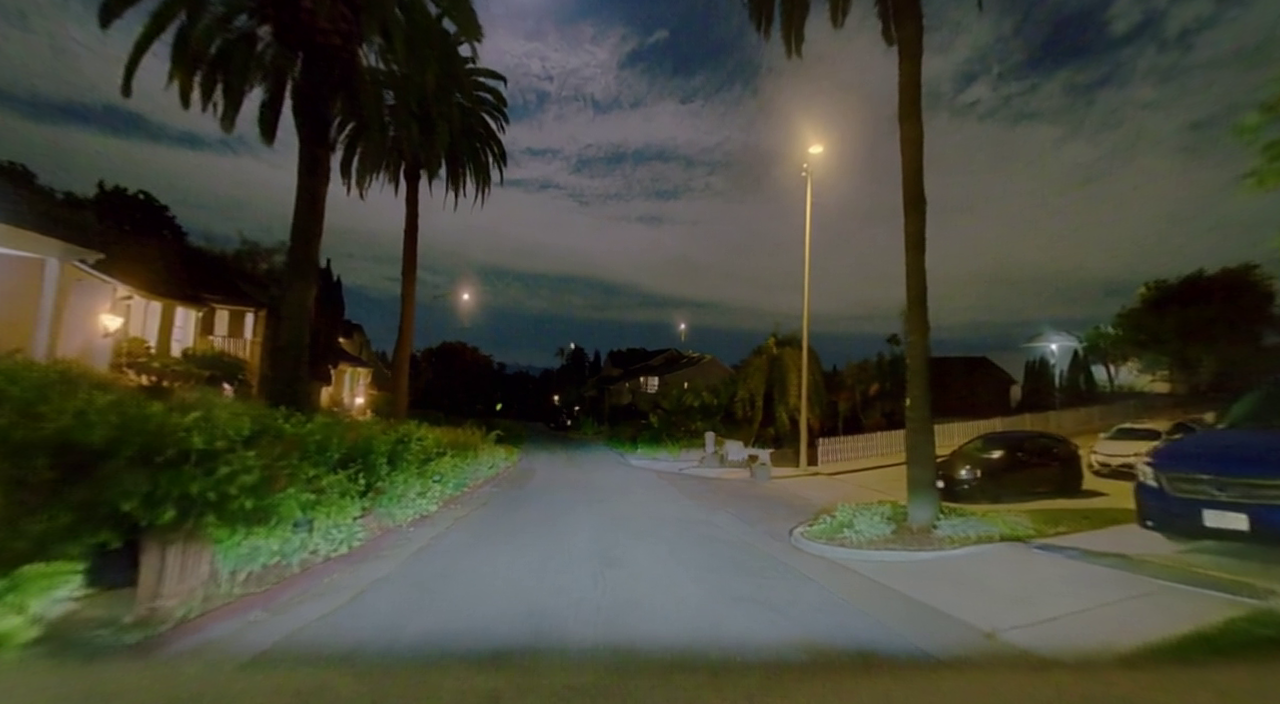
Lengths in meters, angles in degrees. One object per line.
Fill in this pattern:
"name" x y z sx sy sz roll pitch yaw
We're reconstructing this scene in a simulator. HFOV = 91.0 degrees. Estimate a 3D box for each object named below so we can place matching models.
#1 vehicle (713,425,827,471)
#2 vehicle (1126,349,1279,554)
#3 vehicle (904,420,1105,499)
"vehicle" 6.754 5.057 32.675 5.663 1.913 2.170 8 -14 -27
"vehicle" 9.839 1.237 7.869 6.615 2.137 2.578 3 -10 -20
"vehicle" 10.067 2.988 17.546 4.443 1.948 2.230 2 -12 -18
